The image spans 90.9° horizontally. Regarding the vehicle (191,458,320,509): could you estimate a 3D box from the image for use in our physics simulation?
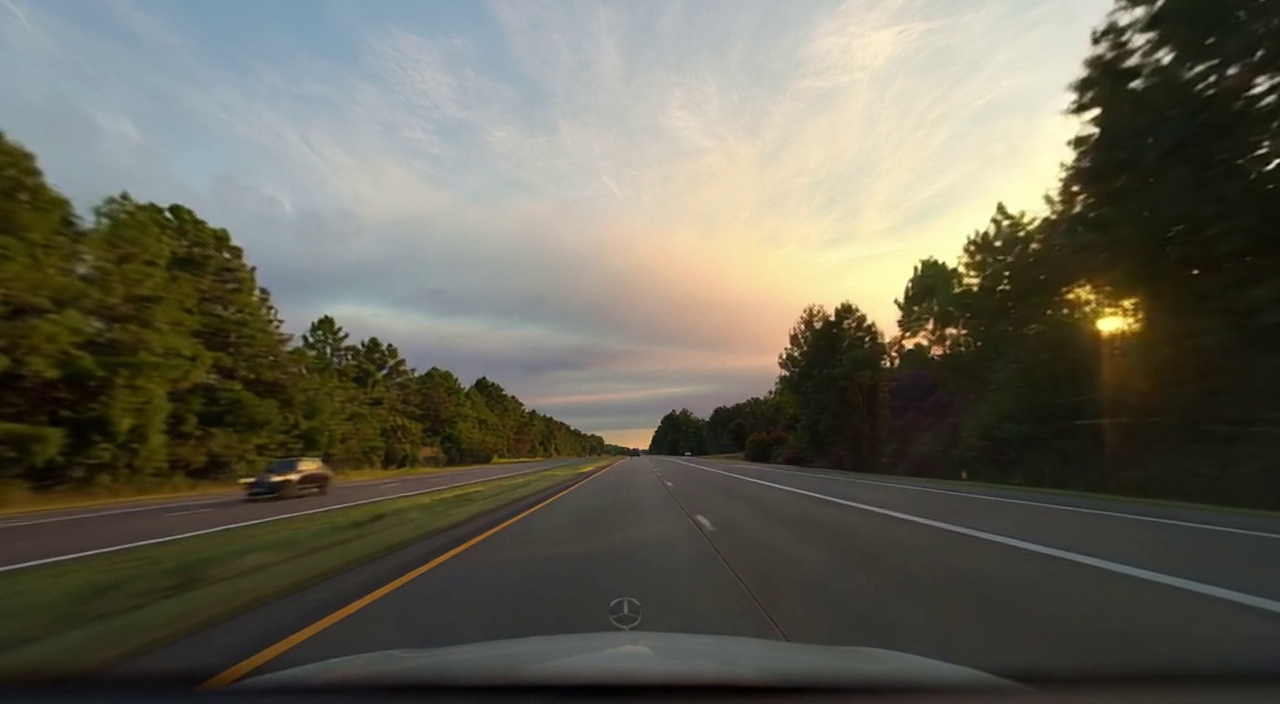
[{"bbox_3d":[-12.156,4.159,20.250,1.764,1.404,3.791,0,-9,-1],"label":"vehicle"}]
